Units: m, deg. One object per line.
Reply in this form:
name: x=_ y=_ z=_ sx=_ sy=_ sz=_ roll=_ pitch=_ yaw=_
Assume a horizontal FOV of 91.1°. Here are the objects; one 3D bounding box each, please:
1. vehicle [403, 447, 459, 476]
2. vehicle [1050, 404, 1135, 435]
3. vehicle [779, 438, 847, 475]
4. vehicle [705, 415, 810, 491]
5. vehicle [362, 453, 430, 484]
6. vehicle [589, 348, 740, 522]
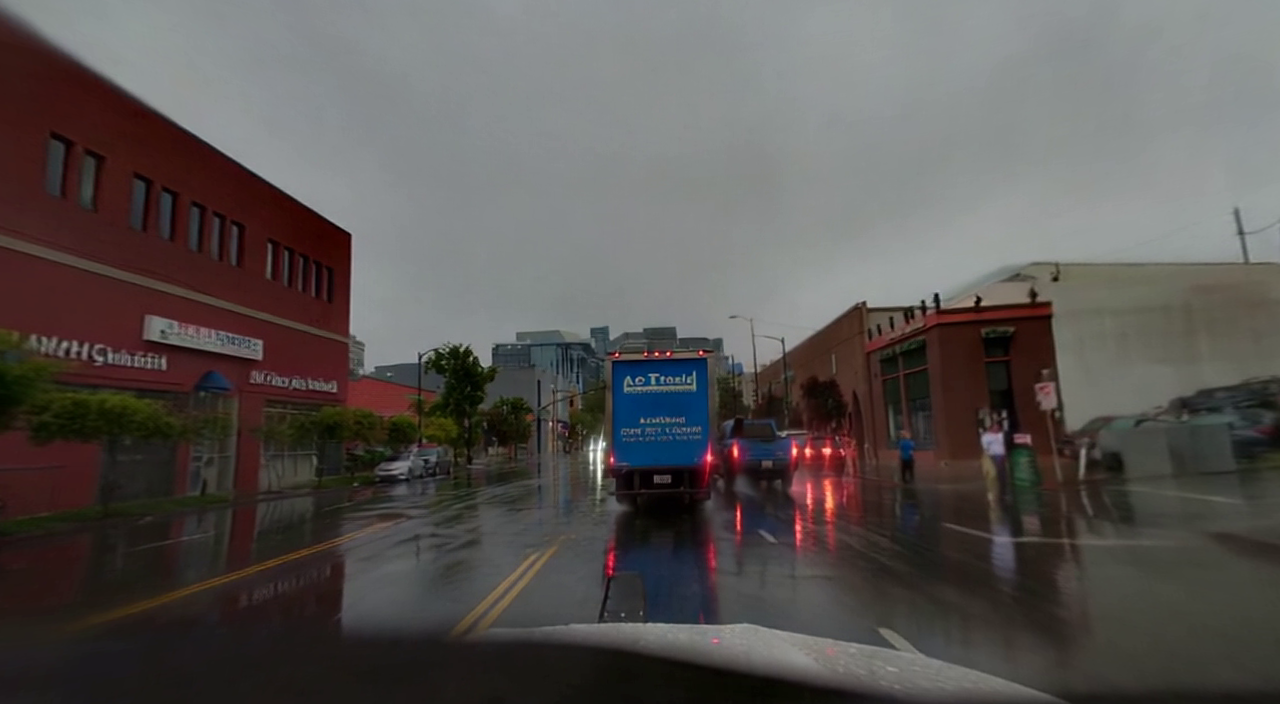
vehicle: x=-13.078 y=6.873 z=39.570 sx=1.943 sy=1.682 sz=4.365 roll=0 pitch=-8 yaw=0
vehicle: x=26.068 y=3.963 z=36.310 sx=1.811 sy=1.623 sz=3.921 roll=1 pitch=-8 yaw=-3
vehicle: x=7.828 y=4.757 z=28.863 sx=1.951 sy=1.548 sz=4.290 roll=0 pitch=-8 yaw=1
vehicle: x=3.490 y=3.150 z=19.924 sx=2.346 sy=2.062 sz=5.236 roll=0 pitch=-8 yaw=1
vehicle: x=-13.235 y=6.315 z=34.347 sx=1.901 sy=1.508 sz=4.405 roll=0 pitch=-8 yaw=0
vehicle: x=0.303 y=1.824 z=13.735 sx=2.517 sy=2.926 sz=6.177 roll=0 pitch=-8 yaw=-2
